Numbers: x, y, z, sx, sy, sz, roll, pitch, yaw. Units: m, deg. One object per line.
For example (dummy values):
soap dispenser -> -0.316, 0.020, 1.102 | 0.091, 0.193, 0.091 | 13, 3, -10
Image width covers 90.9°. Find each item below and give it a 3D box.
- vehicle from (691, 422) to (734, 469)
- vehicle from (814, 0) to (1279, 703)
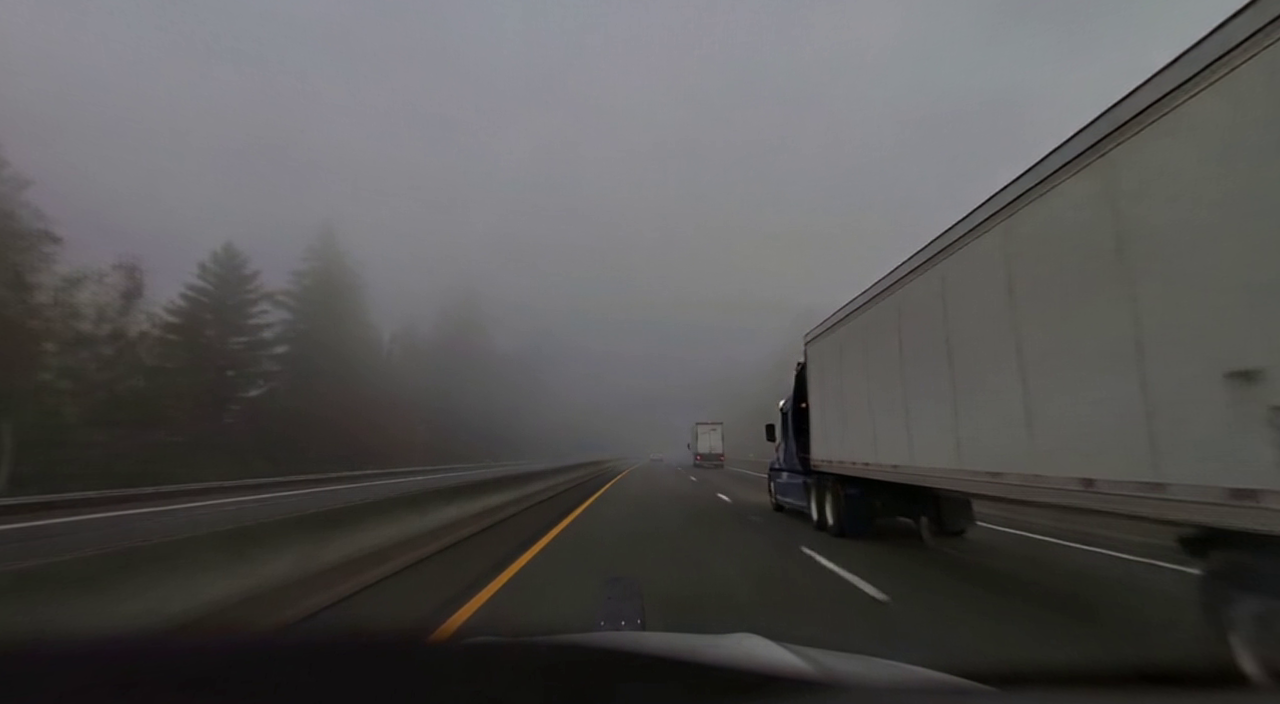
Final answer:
vehicle -> 5.494, 7.295, 48.948 | 2.682, 3.349, 7.138 | 0, -9, 2
vehicle -> 4.309, 0.228, 4.205 | 2.866, 3.558, 11.674 | 0, -9, -1
